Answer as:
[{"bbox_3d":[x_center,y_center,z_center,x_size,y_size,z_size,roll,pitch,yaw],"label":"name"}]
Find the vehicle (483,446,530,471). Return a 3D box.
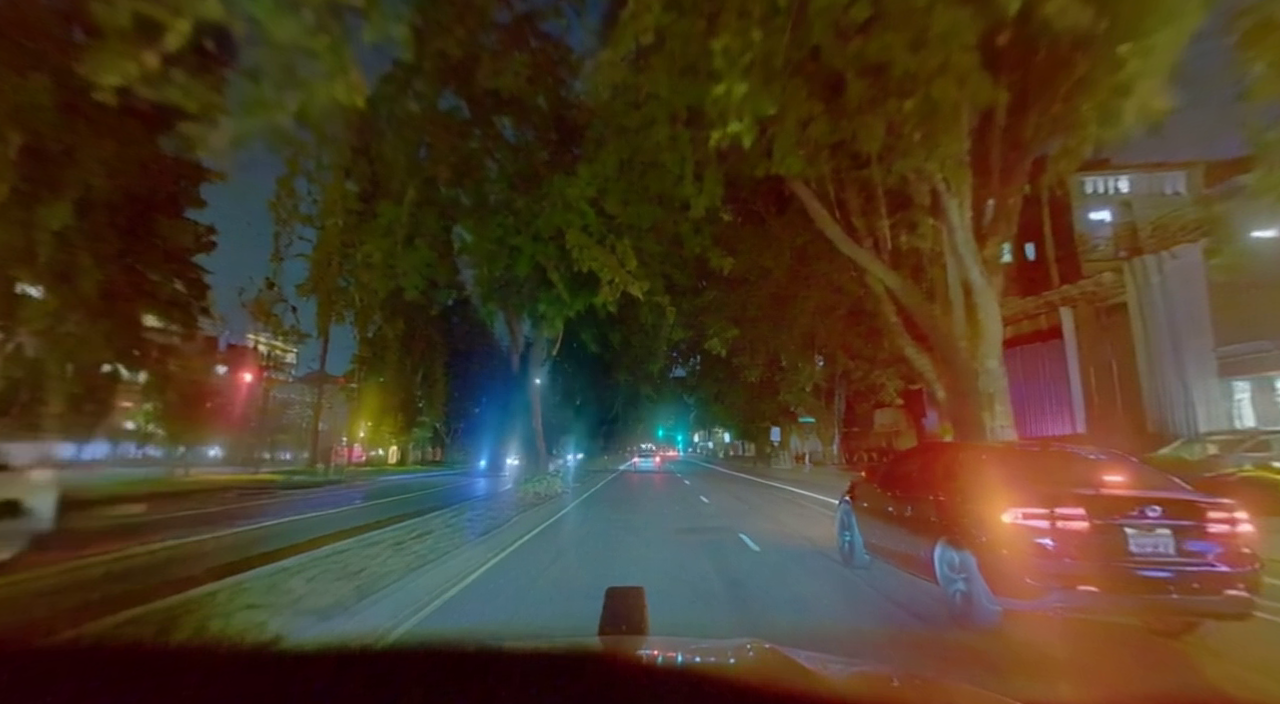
[{"bbox_3d":[-8.262,6.605,39.332,1.922,1.464,4.201,0,-8,1],"label":"vehicle"}]

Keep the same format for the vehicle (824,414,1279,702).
[{"bbox_3d":[3.193,1.383,5.405,1.989,1.498,4.050,0,-8,0],"label":"vehicle"}]

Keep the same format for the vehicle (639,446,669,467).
[{"bbox_3d":[0.904,7.043,42.832,1.945,1.343,3.827,0,-8,0],"label":"vehicle"}]
